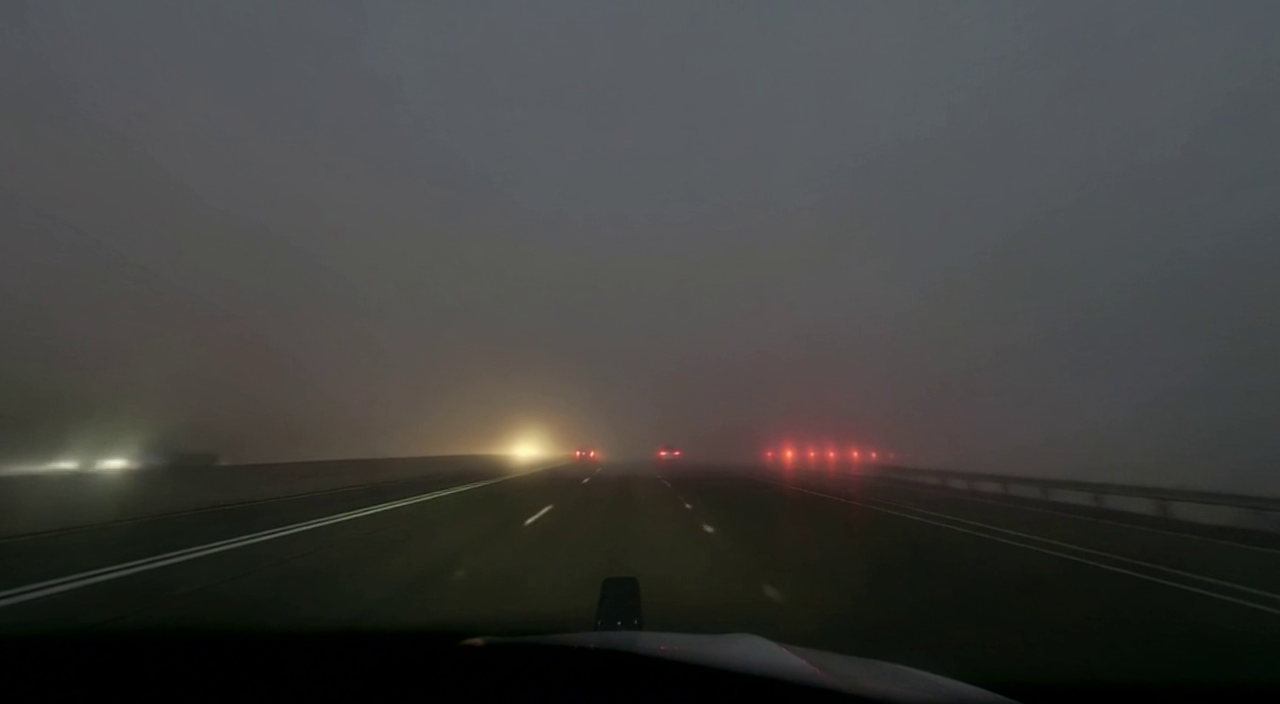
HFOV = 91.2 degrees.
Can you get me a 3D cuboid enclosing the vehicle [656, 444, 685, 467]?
[{"bbox_3d":[2.211,7.704,46.726,1.895,1.555,4.030,-1,-9,0],"label":"vehicle"}]
